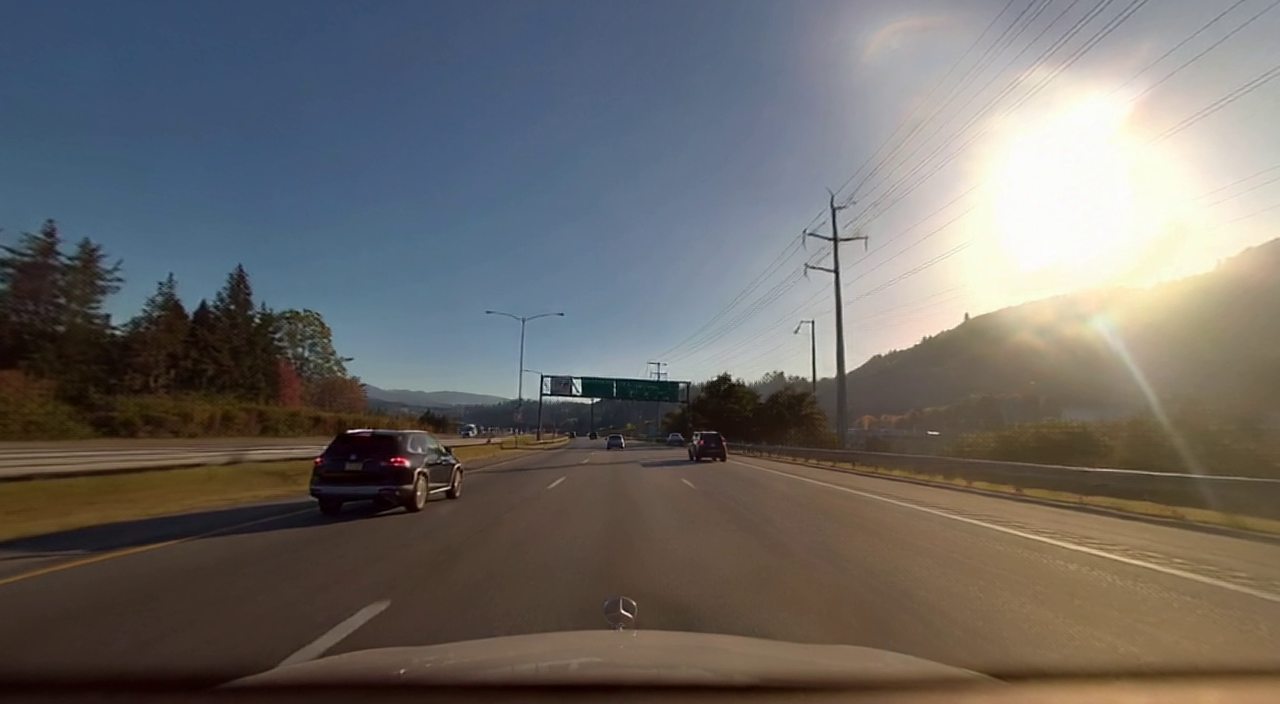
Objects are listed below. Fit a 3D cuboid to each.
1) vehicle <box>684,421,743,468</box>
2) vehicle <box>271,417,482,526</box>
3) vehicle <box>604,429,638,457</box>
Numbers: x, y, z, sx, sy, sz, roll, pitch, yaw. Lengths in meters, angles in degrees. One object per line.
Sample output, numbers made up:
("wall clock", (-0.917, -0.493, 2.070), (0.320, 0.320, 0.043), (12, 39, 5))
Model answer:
("vehicle", (3.120, 4.002, 27.431), (1.976, 1.905, 3.263), (0, -7, -4))
("vehicle", (-4.404, 2.027, 11.365), (2.100, 1.590, 4.077), (0, -7, -1))
("vehicle", (-1.264, 5.965, 41.426), (2.159, 1.690, 3.720), (0, -7, -3))
